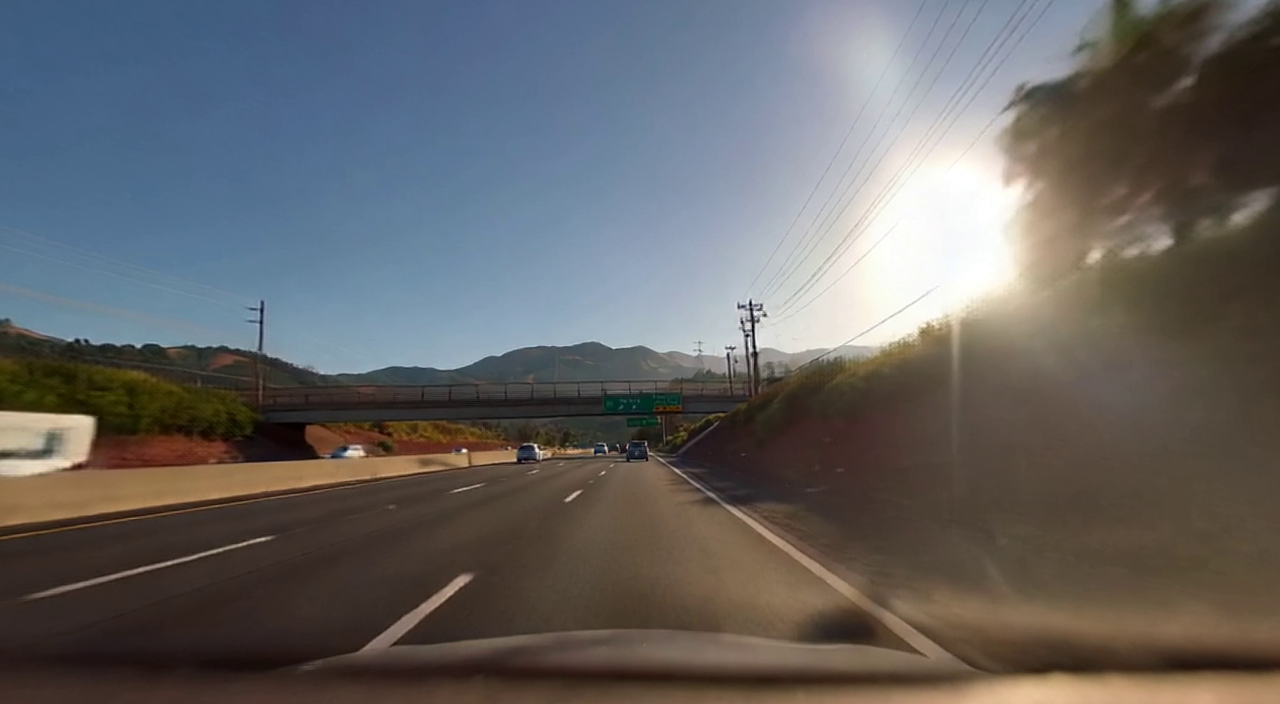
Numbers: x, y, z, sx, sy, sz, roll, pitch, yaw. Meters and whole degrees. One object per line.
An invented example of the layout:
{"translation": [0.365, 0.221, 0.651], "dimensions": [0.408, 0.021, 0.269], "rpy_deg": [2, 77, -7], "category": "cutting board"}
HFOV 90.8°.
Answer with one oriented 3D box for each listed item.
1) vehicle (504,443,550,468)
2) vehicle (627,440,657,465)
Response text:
{"translation": [-7.138, 6.567, 40.366], "dimensions": [2.077, 1.511, 4.323], "rpy_deg": [0, -8, 1], "category": "vehicle"}
{"translation": [0.116, 7.255, 45.580], "dimensions": [2.063, 1.715, 4.299], "rpy_deg": [0, -8, 0], "category": "vehicle"}
